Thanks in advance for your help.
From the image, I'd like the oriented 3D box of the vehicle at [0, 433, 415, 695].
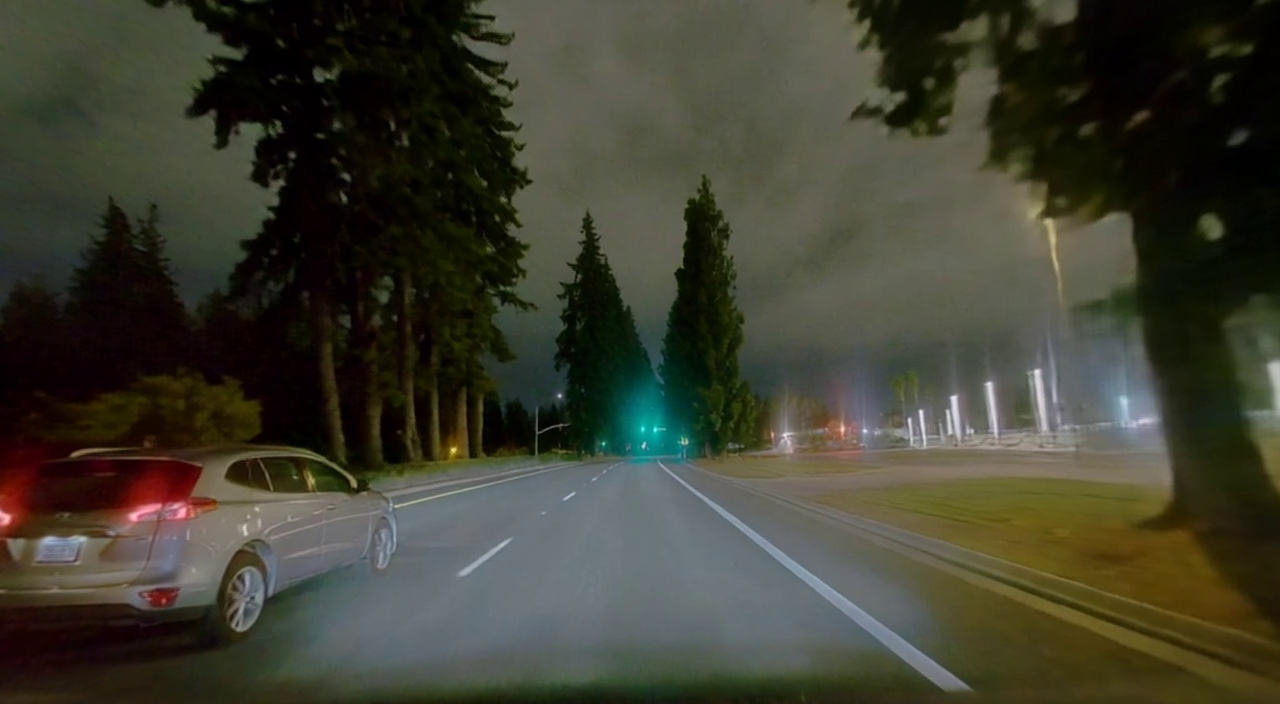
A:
[{"bbox_3d":[-3.779,1.492,5.660,1.946,1.437,4.154,0,-8,1],"label":"vehicle"}]
